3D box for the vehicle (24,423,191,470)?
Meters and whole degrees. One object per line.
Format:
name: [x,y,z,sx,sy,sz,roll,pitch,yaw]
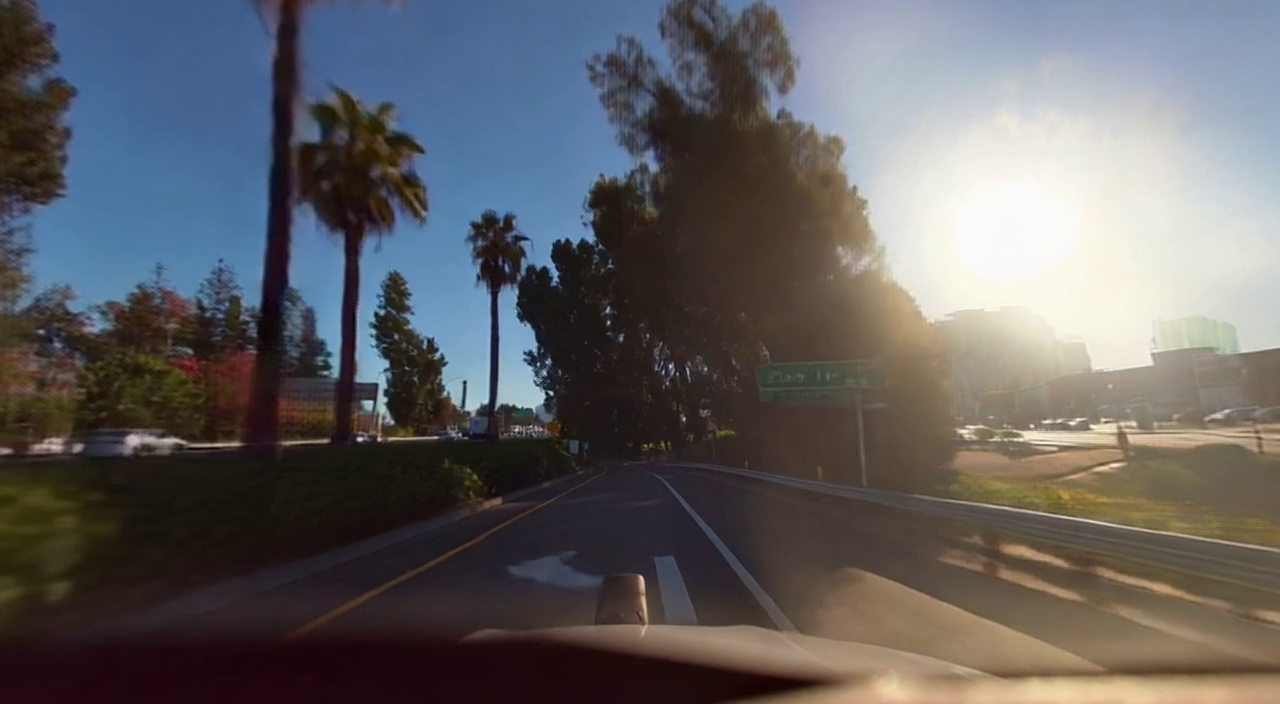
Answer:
vehicle: [-18.328,3.327,22.124,1.931,1.451,4.683,0,-9,-3]
